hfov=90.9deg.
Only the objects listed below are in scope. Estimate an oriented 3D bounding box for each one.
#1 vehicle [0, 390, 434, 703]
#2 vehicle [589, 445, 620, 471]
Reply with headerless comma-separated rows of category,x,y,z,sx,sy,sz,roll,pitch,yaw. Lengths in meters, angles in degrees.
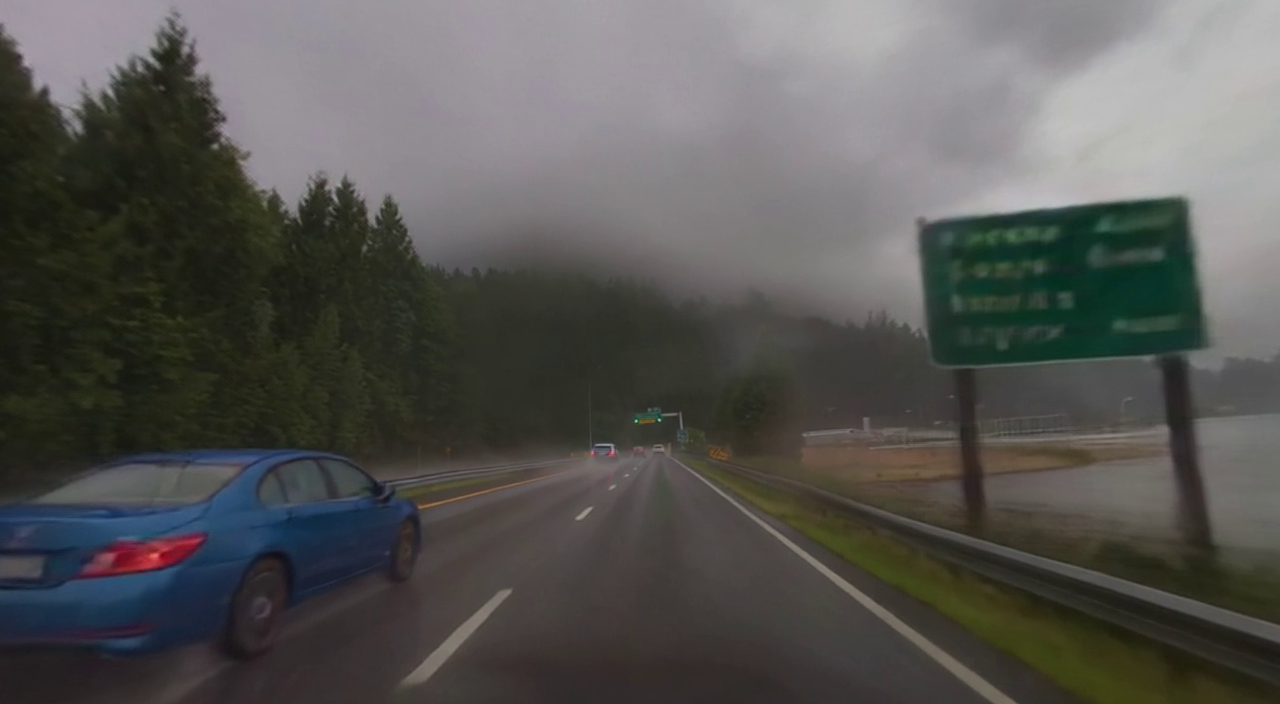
vehicle,-3.059,1.232,4.576,1.846,1.566,3.525,-1,-9,1
vehicle,-2.172,6.618,39.458,1.675,1.537,3.574,-1,-9,1
